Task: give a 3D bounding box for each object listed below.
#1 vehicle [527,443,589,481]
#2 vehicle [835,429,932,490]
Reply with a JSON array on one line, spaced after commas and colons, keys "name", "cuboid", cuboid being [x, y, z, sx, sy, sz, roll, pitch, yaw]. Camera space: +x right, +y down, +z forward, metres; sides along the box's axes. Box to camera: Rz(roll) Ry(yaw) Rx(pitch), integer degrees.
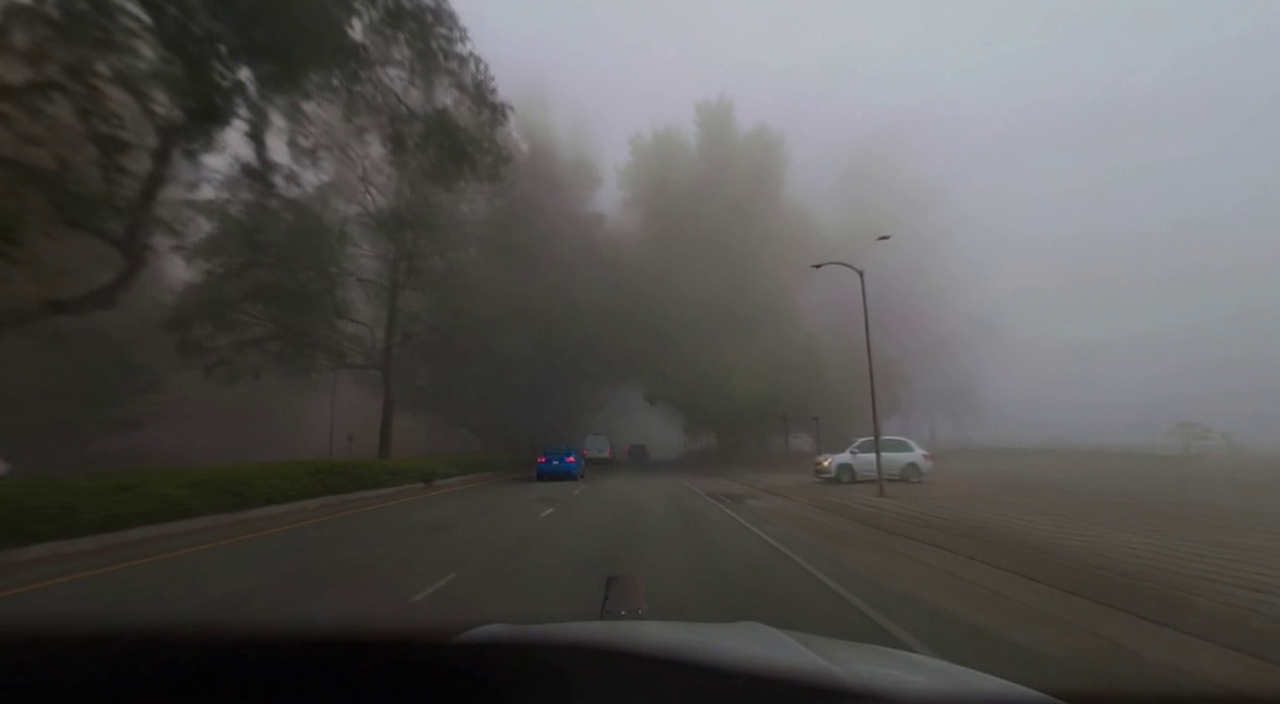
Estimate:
[{"name": "vehicle", "cuboid": [-3.345, 4.574, 26.559, 2.009, 1.473, 4.028, 0, -9, 0]}, {"name": "vehicle", "cuboid": [7.100, 3.155, 18.707, 1.596, 1.654, 2.920, 0, -9, -1]}]
